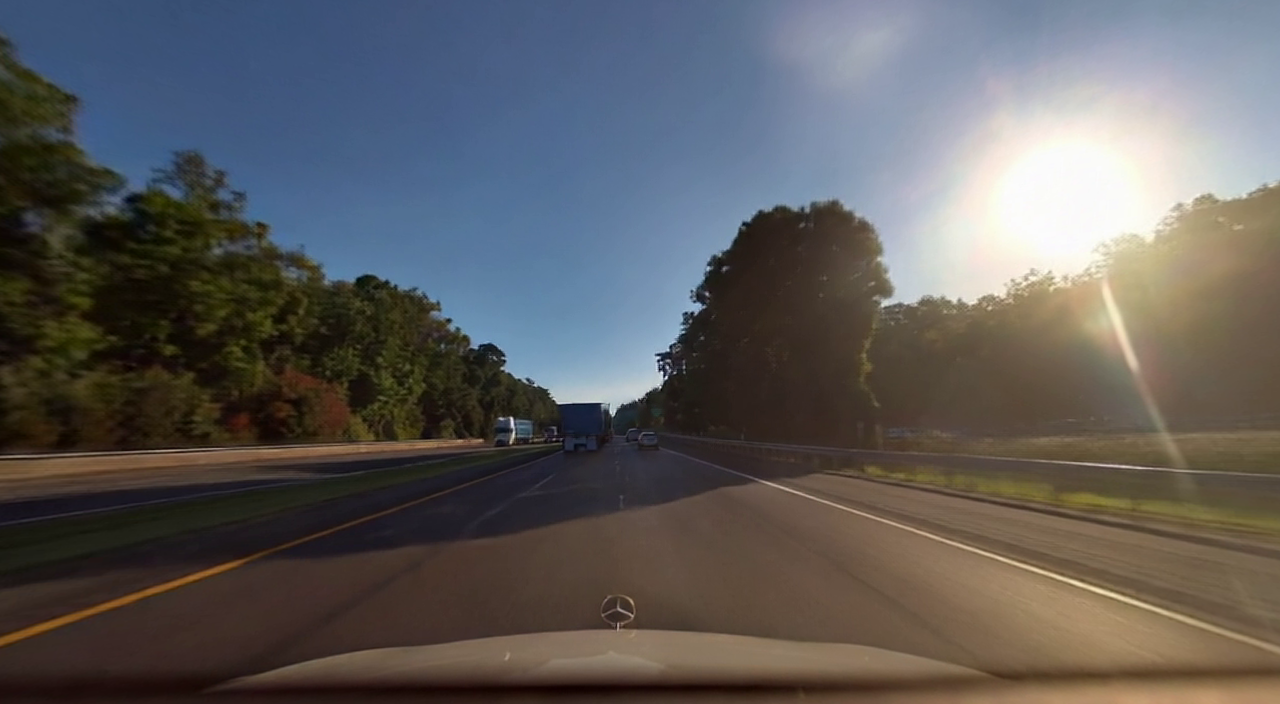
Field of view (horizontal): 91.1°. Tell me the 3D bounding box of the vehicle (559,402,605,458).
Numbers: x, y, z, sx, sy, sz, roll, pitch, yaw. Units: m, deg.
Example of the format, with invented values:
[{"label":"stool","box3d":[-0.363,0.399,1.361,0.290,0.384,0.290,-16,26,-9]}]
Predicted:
[{"label":"vehicle","box3d":[-3.419,4.807,38.746,2.450,3.098,6.965,0,-8,-2]}]
